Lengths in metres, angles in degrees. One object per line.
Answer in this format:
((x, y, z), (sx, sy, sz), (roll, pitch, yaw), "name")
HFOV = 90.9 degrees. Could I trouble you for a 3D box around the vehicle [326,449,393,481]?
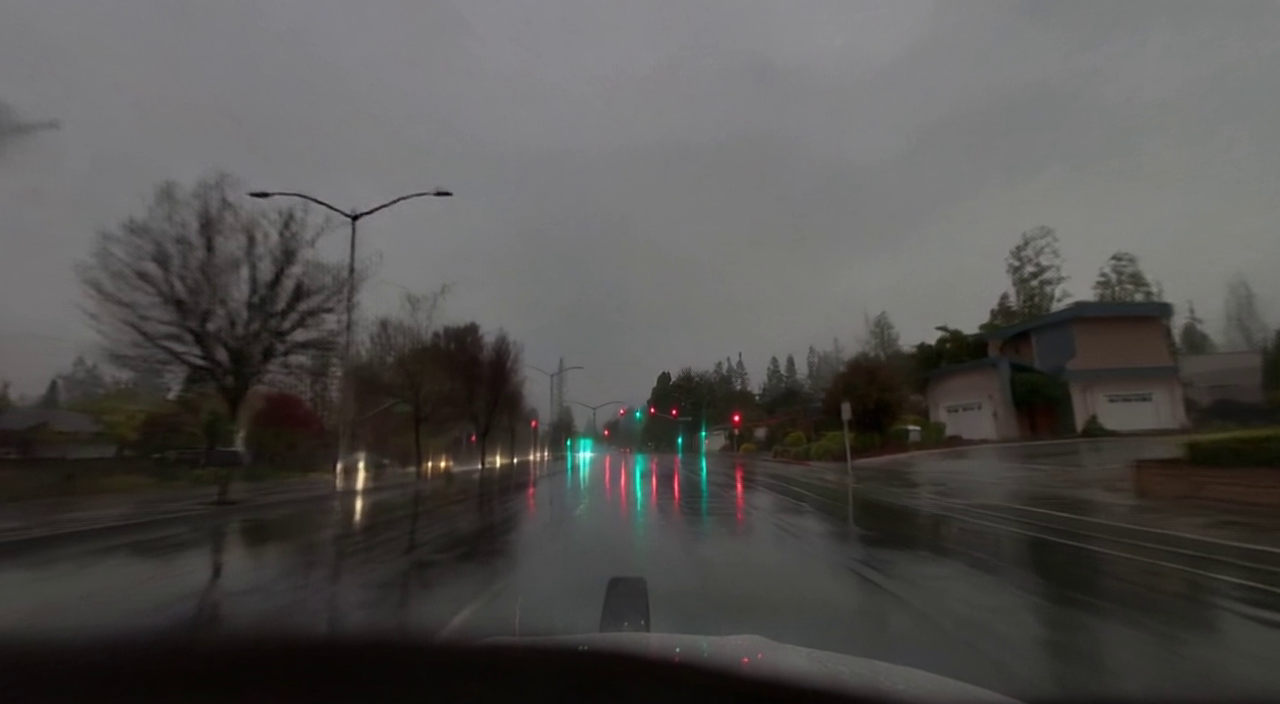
((-16.487, 6.638, 37.278), (1.935, 1.686, 4.202), (-1, -9, 1), "vehicle")
